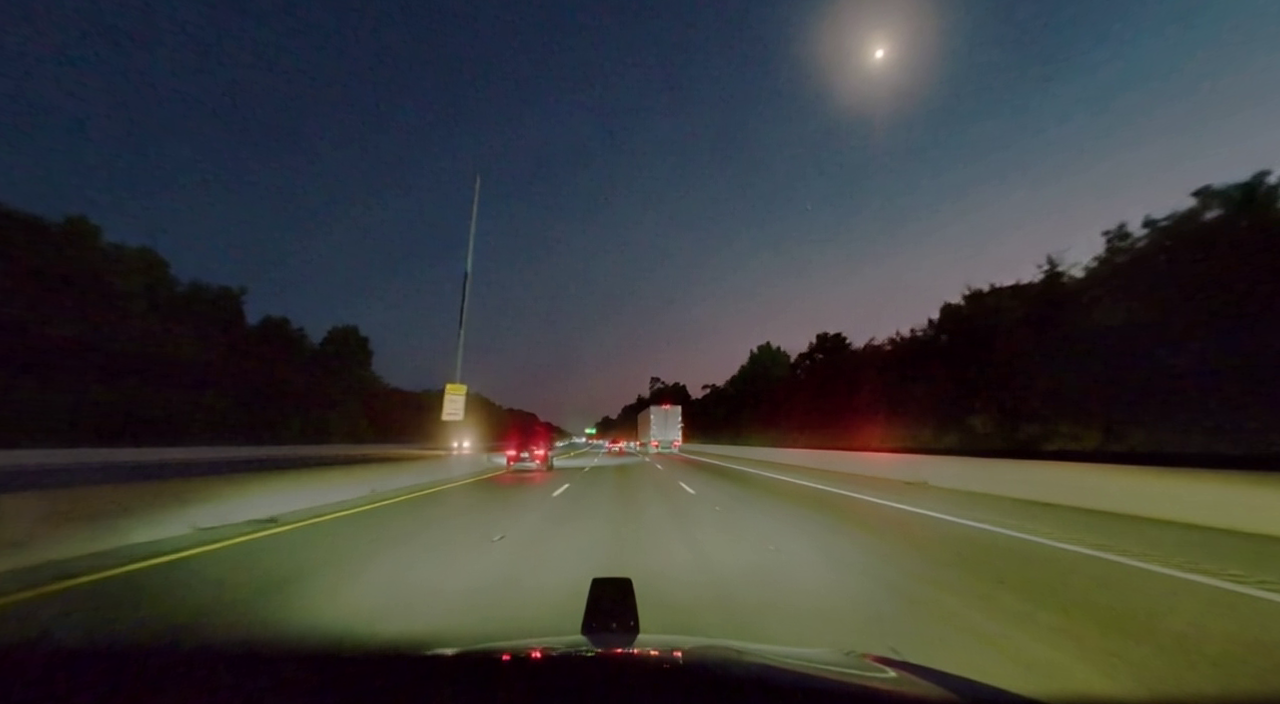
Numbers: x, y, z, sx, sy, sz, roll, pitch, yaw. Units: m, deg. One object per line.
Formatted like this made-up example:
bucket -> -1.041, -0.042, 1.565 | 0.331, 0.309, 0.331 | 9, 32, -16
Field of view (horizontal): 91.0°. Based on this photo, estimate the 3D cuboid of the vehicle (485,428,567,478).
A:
vehicle -> -4.282, 3.902, 24.566 | 2.377, 1.747, 4.703 | 0, -8, -1

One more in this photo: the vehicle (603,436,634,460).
vehicle -> -1.542, 6.749, 44.375 | 2.125, 1.542, 3.816 | 0, -8, -3
